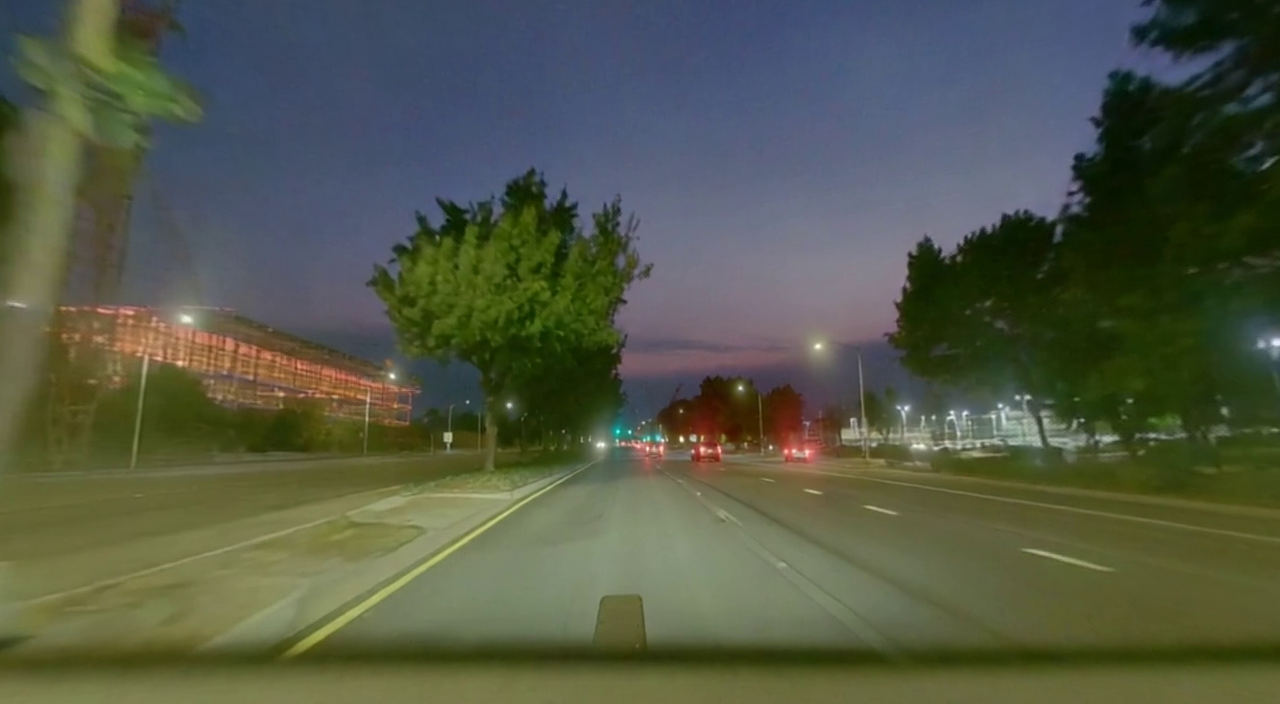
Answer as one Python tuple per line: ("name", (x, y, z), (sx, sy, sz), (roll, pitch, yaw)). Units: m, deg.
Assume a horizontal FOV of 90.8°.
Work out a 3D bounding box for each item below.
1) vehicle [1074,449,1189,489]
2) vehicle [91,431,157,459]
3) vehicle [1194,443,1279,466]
("vehicle", (27.016, 6.421, 35.002), (2.394, 1.893, 4.807), (2, -8, -3))
("vehicle", (-34.417, 6.200, 42.074), (5.202, 1.696, 2.228), (-7, -11, 38))
("vehicle", (46.992, 8.019, 49.436), (5.212, 1.712, 2.040), (-8, -11, 41))
